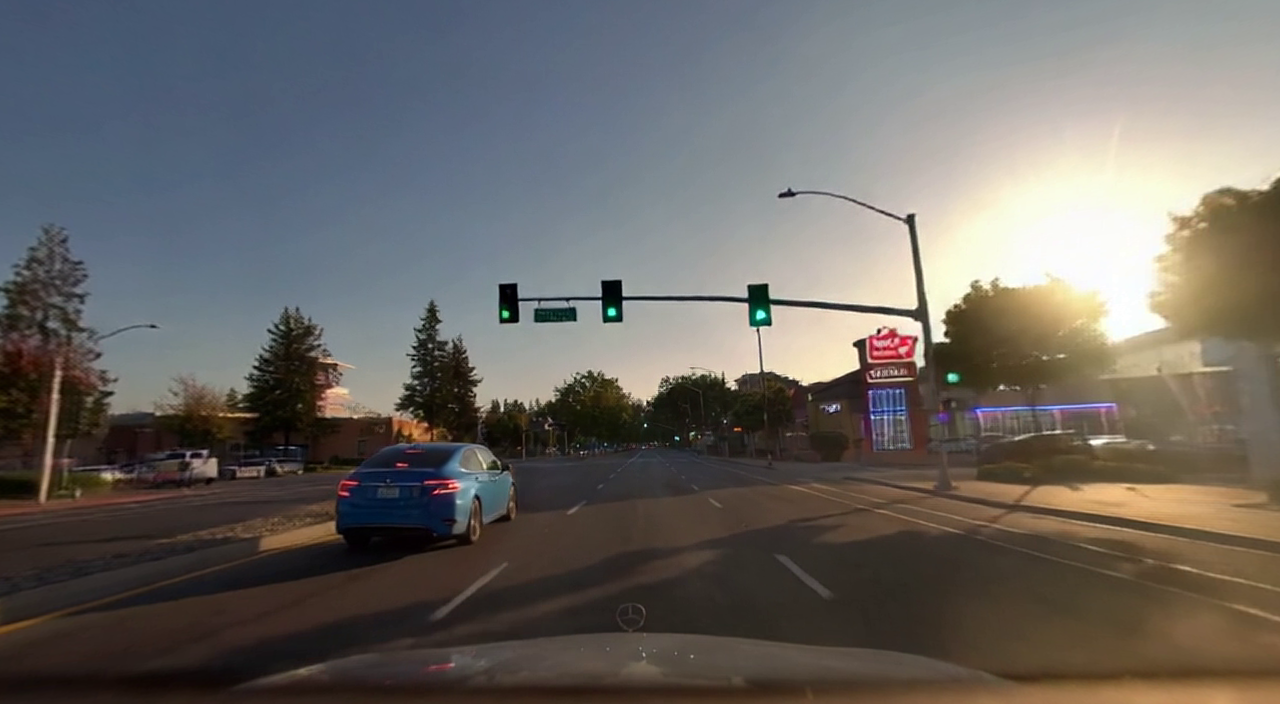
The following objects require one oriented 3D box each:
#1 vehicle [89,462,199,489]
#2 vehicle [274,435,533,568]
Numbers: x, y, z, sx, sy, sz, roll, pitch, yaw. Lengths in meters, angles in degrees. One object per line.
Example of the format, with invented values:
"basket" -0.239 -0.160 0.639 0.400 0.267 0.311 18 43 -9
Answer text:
"vehicle" -30.909 7.704 39.517 4.960 1.464 2.137 4 -9 -24
"vehicle" -3.042 2.021 9.427 2.082 1.460 4.636 0 -8 0
